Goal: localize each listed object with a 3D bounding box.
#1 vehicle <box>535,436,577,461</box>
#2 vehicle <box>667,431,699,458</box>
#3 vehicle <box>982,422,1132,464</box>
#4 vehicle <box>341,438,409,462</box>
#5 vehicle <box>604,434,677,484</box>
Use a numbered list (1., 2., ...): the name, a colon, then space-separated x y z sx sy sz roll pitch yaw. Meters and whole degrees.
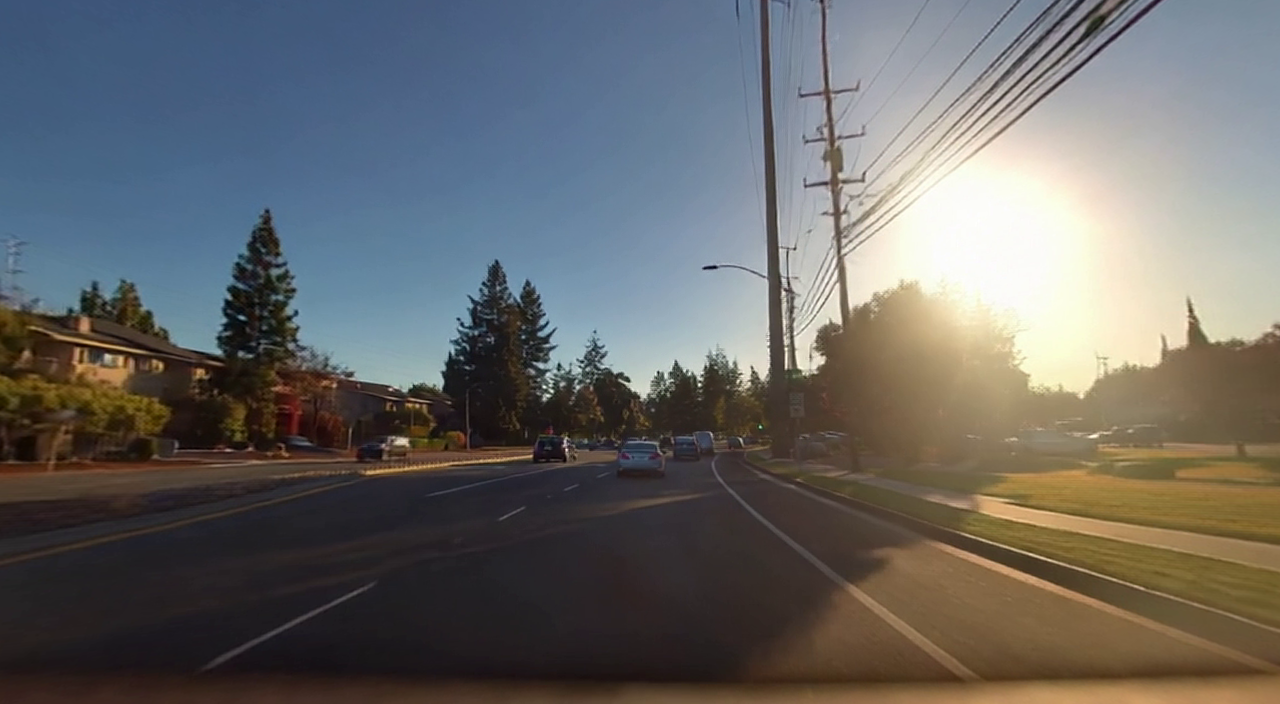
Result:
1. vehicle: -5.216 6.068 39.671 1.983 1.485 4.159 0 -8 2
2. vehicle: 3.392 7.146 48.728 2.158 1.939 4.935 -1 -8 8
3. vehicle: 17.429 3.850 26.591 4.751 1.661 2.022 -2 -9 12
4. vehicle: -16.944 6.293 40.583 1.893 1.494 4.752 -1 -8 5
5. vehicle: 0.120 3.487 20.866 2.117 1.474 4.036 -1 -8 4
